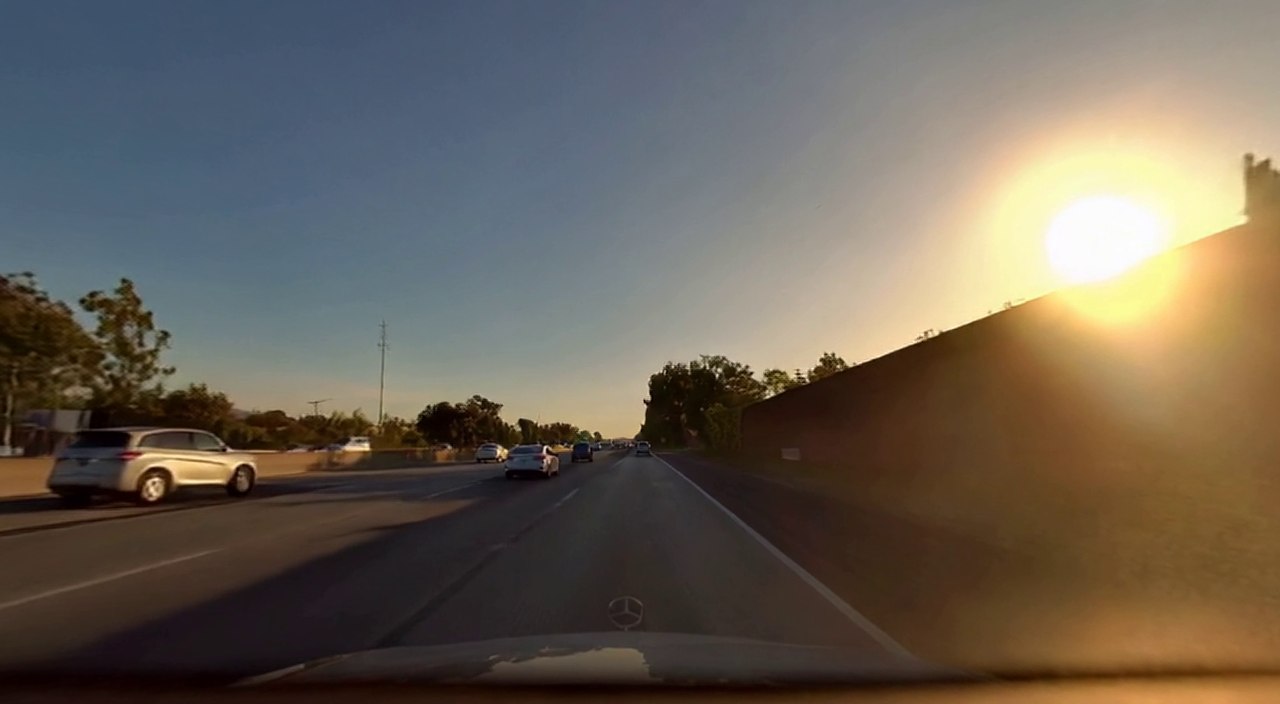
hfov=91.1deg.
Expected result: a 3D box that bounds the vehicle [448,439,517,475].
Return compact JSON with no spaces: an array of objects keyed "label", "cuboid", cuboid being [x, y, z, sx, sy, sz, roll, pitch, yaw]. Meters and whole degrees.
[{"label":"vehicle","cuboid":[-7.059,4.747,28.616,1.942,1.502,4.216,0,-8,1]}]

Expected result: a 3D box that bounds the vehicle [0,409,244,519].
[{"label":"vehicle","cuboid":[-11.147,2.247,13.211,2.207,1.834,5.255,0,-8,0]}]

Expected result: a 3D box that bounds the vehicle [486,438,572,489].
[{"label":"vehicle","cuboid":[-3.581,3.684,21.223,1.945,1.484,4.803,0,-8,1]}]
